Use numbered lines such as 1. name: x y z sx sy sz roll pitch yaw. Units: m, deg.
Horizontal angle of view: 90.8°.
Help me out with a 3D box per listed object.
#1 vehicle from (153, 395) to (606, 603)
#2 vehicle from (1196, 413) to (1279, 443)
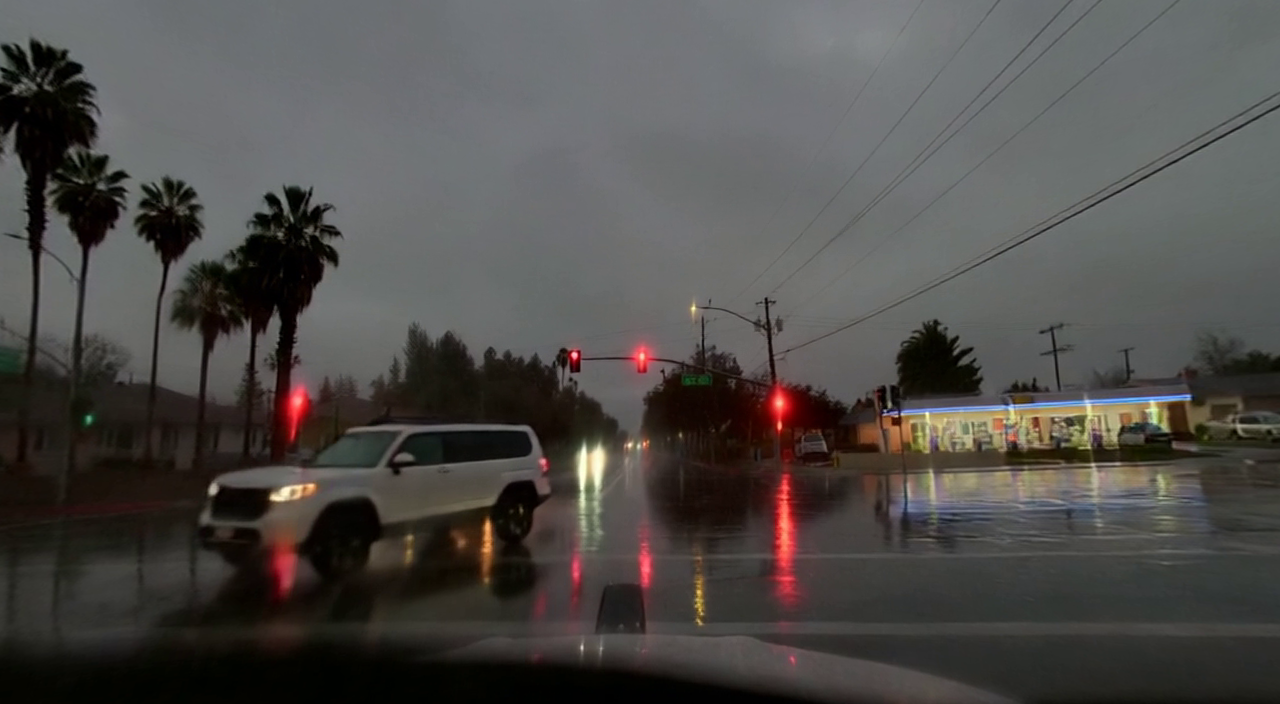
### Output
1. vehicle: -2.840 1.680 8.237 1.952 1.817 5.086 -7 -11 37
2. vehicle: 38.299 4.792 39.967 4.488 1.447 1.765 -5 -8 -1
